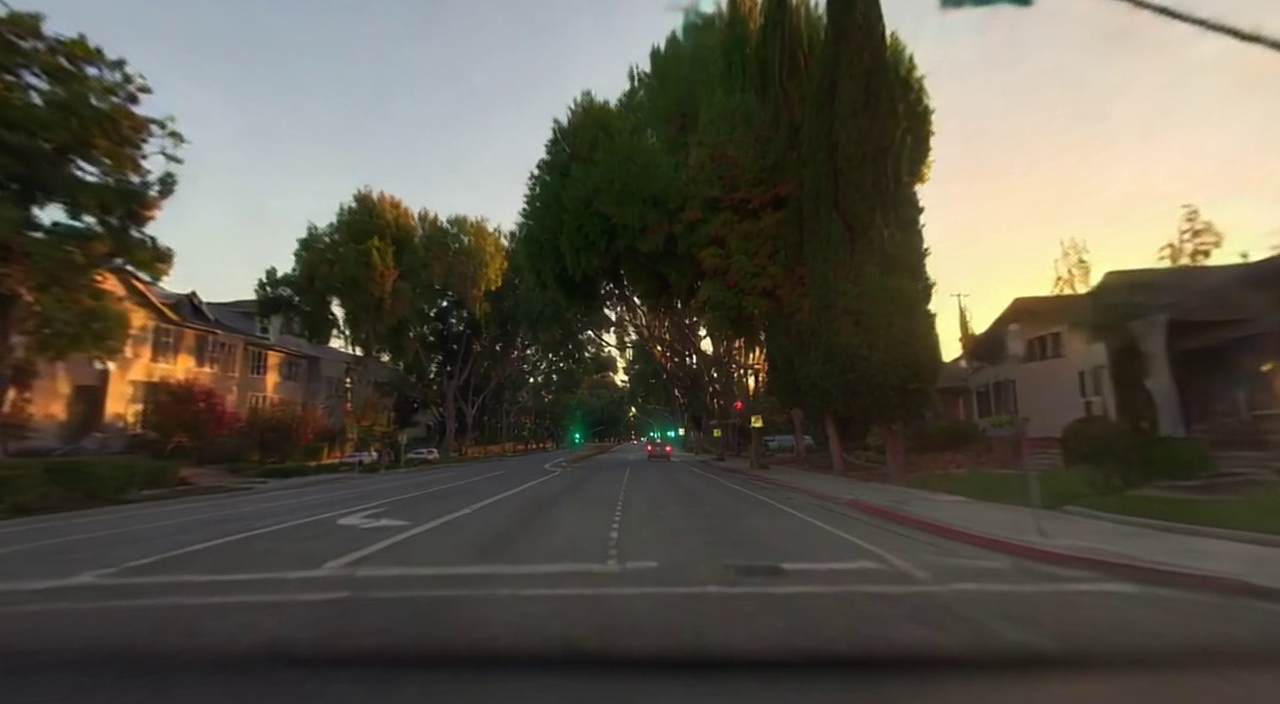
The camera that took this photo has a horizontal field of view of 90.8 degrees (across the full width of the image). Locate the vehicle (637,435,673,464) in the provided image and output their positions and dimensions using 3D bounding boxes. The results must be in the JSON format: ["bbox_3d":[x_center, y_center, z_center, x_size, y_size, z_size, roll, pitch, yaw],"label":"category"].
[{"bbox_3d":[0.940,6.496,42.148,2.215,1.799,4.426,0,-8,-1],"label":"vehicle"}]

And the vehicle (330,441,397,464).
[{"bbox_3d":[-20.939,7.634,47.966,4.206,1.721,1.807,0,-8,0],"label":"vehicle"}]
